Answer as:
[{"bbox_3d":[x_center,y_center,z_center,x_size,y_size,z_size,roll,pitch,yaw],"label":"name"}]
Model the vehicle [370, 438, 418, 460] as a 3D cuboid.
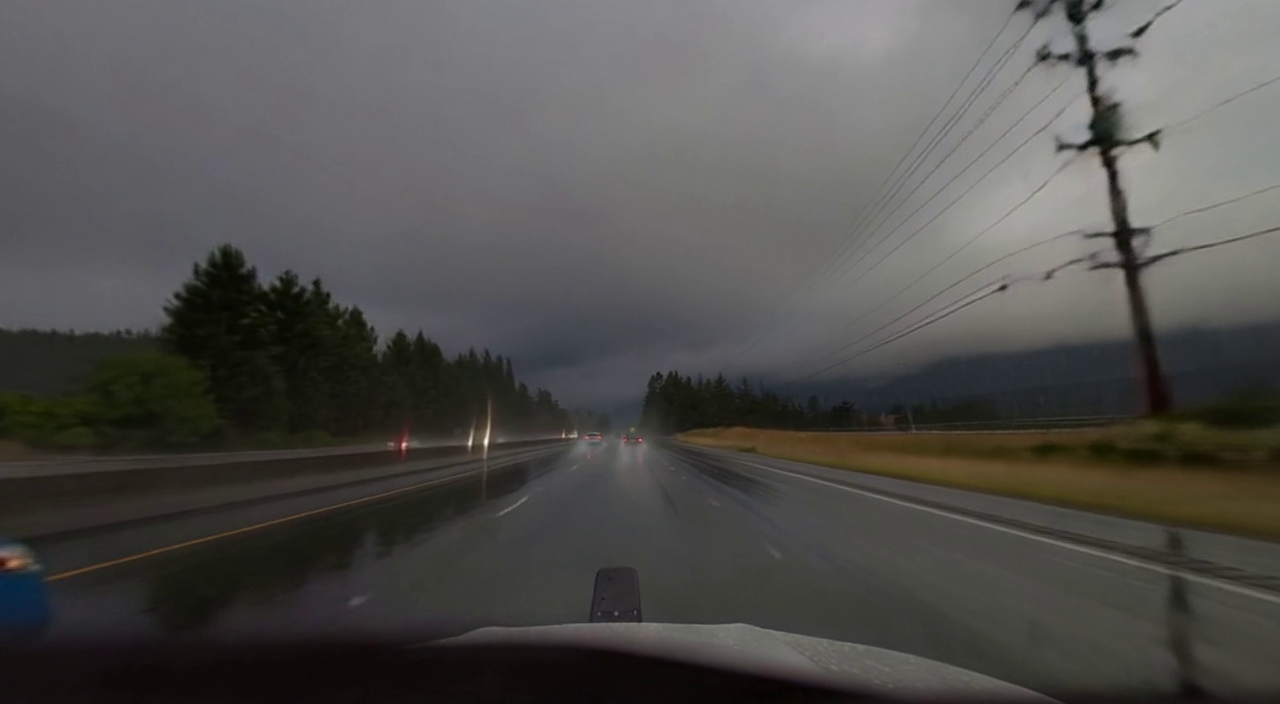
[{"bbox_3d":[-17.657,6.976,45.412,1.827,1.463,3.892,0,-8,0],"label":"vehicle"}]
